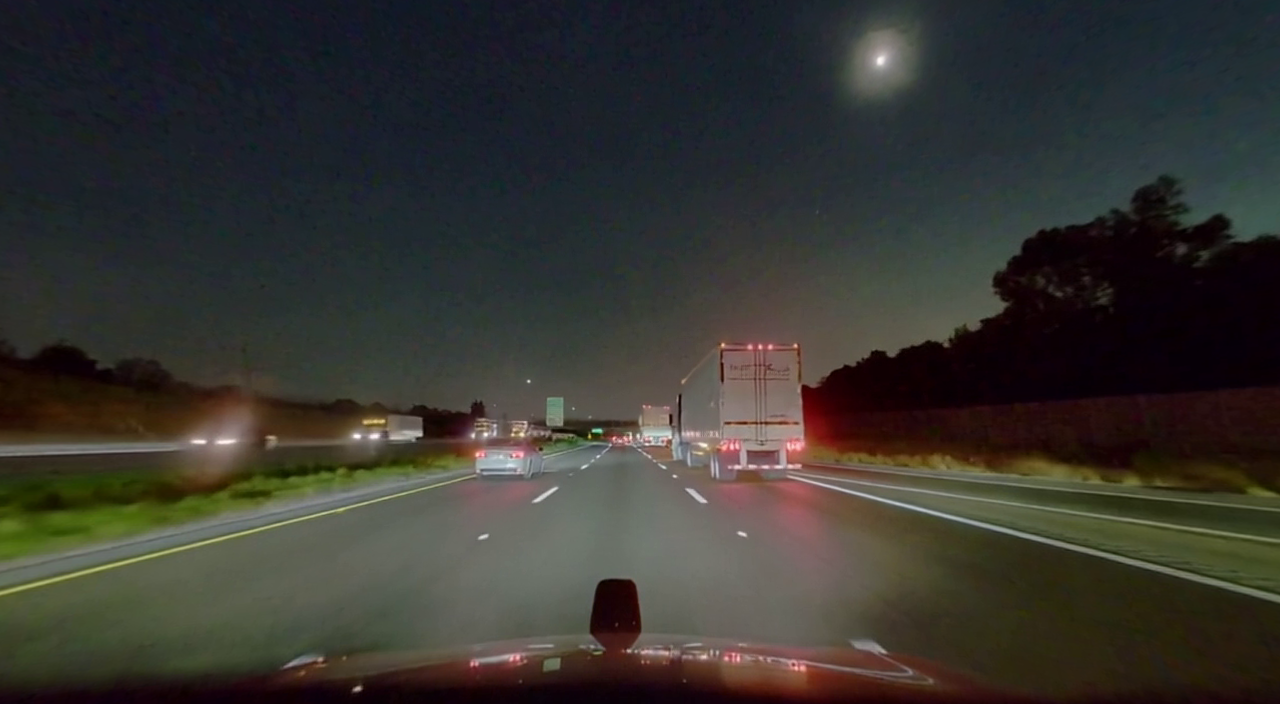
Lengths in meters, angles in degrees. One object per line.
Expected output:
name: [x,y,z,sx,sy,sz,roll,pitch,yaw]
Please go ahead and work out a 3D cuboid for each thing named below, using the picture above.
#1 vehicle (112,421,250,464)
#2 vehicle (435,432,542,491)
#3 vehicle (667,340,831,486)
vehicle: [-16.588,3.286,23.082,1.806,1.429,4.397,0,-8,-1]
vehicle: [-4.074,2.994,17.769,1.971,1.444,4.401,0,-8,-1]
vehicle: [3.303,2.598,24.606,3.241,4.042,14.292,0,-8,-3]
